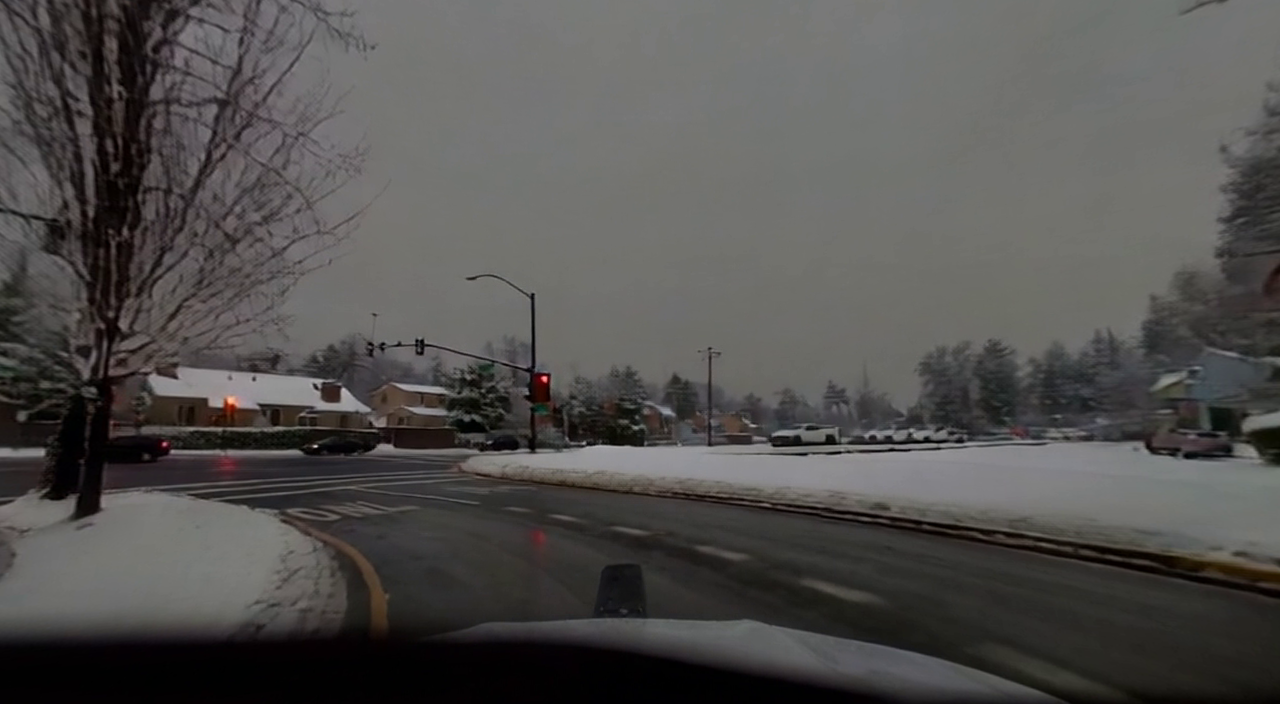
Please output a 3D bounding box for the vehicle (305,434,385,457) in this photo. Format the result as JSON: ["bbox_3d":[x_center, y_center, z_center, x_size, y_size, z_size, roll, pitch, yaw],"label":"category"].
[{"bbox_3d":[-20.382,6.485,43.556,1.828,1.462,4.740,-5,-10,31],"label":"vehicle"}]

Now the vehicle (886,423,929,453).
[{"bbox_3d":[18.736,6.088,44.198,2.402,1.920,5.467,-3,-9,19],"label":"vehicle"}]

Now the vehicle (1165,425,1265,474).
[{"bbox_3d":[19.928,3.341,21.955,1.907,1.515,4.550,-6,-9,35],"label":"vehicle"}]

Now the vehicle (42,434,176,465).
[{"bbox_3d":[-27.371,5.044,32.569,1.847,1.461,4.853,-5,-10,30],"label":"vehicle"}]

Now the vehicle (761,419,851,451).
[{"bbox_3d":[12.115,6.097,45.807,5.939,2.249,2.437,-4,-9,25],"label":"vehicle"}]
